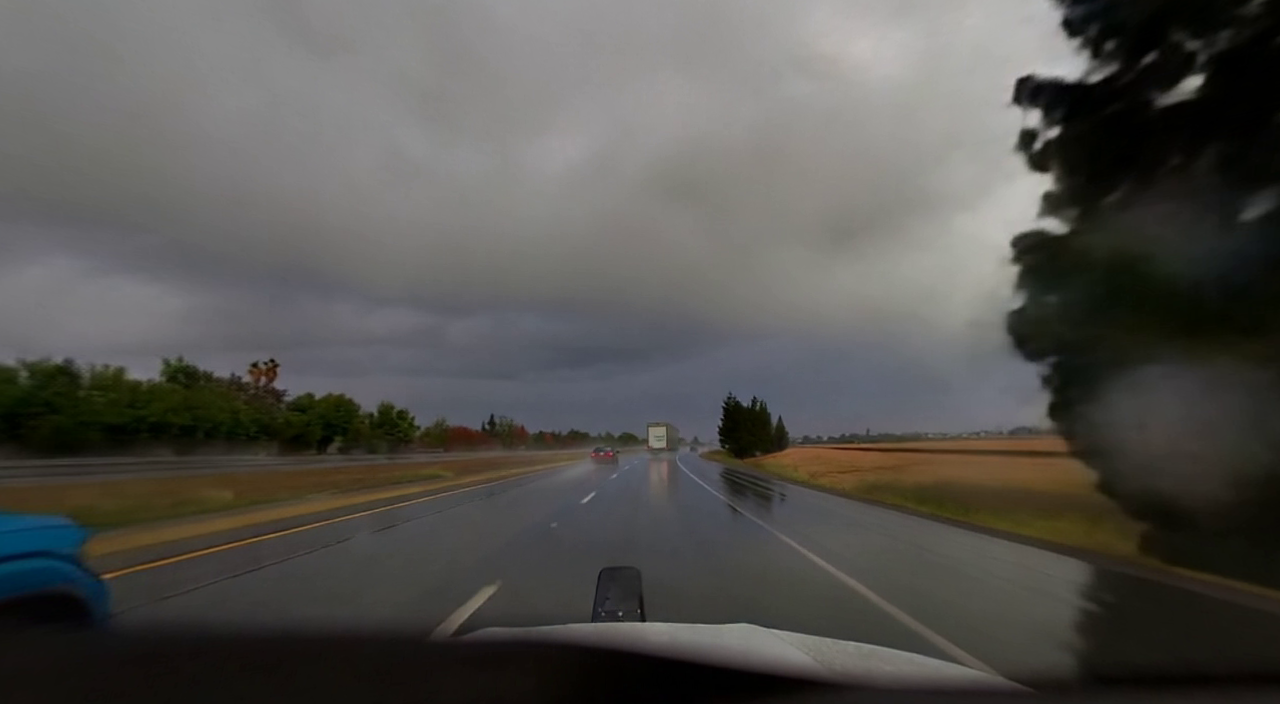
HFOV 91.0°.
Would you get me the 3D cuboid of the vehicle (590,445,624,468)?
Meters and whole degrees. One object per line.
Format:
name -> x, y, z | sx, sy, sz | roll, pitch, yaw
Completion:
vehicle -> -2.372, 7.668, 46.425 | 2.199, 1.555, 4.451 | 0, -9, 1
